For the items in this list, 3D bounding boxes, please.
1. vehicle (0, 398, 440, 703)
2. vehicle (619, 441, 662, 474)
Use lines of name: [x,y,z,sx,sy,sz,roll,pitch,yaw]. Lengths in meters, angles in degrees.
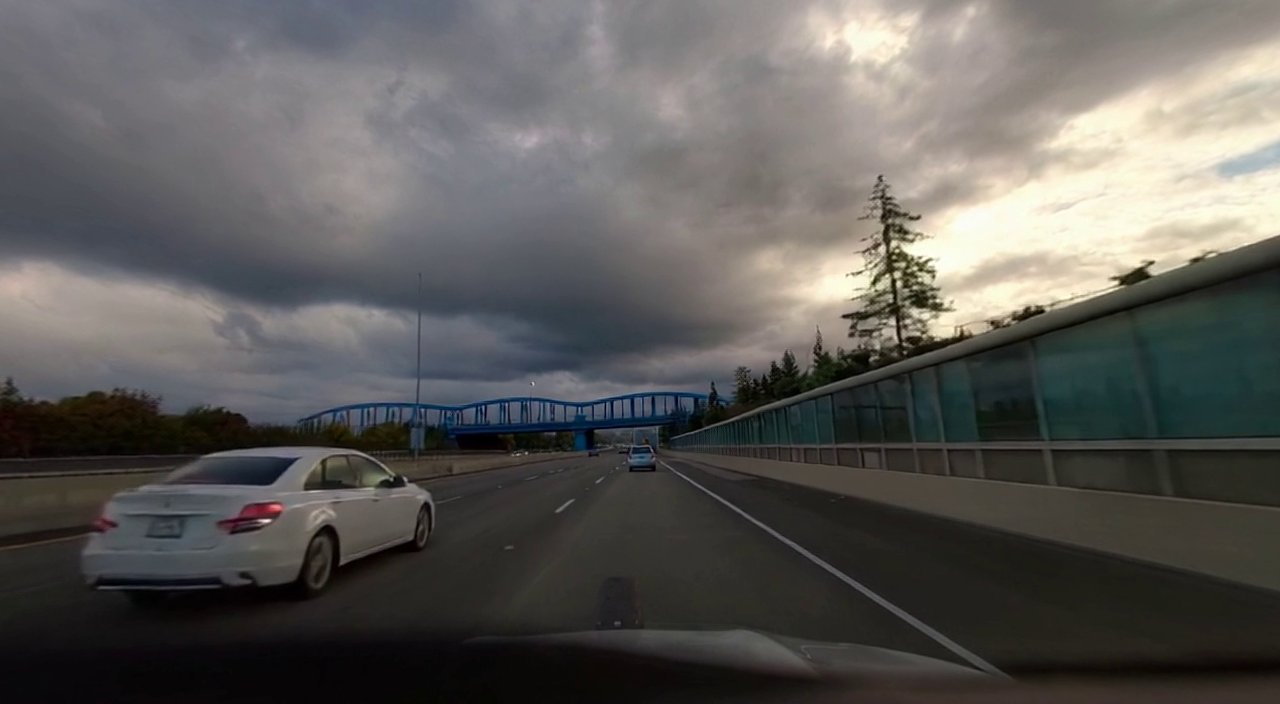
vehicle: [-3.360,1.300,4.731,2.095,1.498,4.854,0,-9,0]
vehicle: [0.009,6.018,36.161,2.299,1.716,4.579,0,-9,0]
